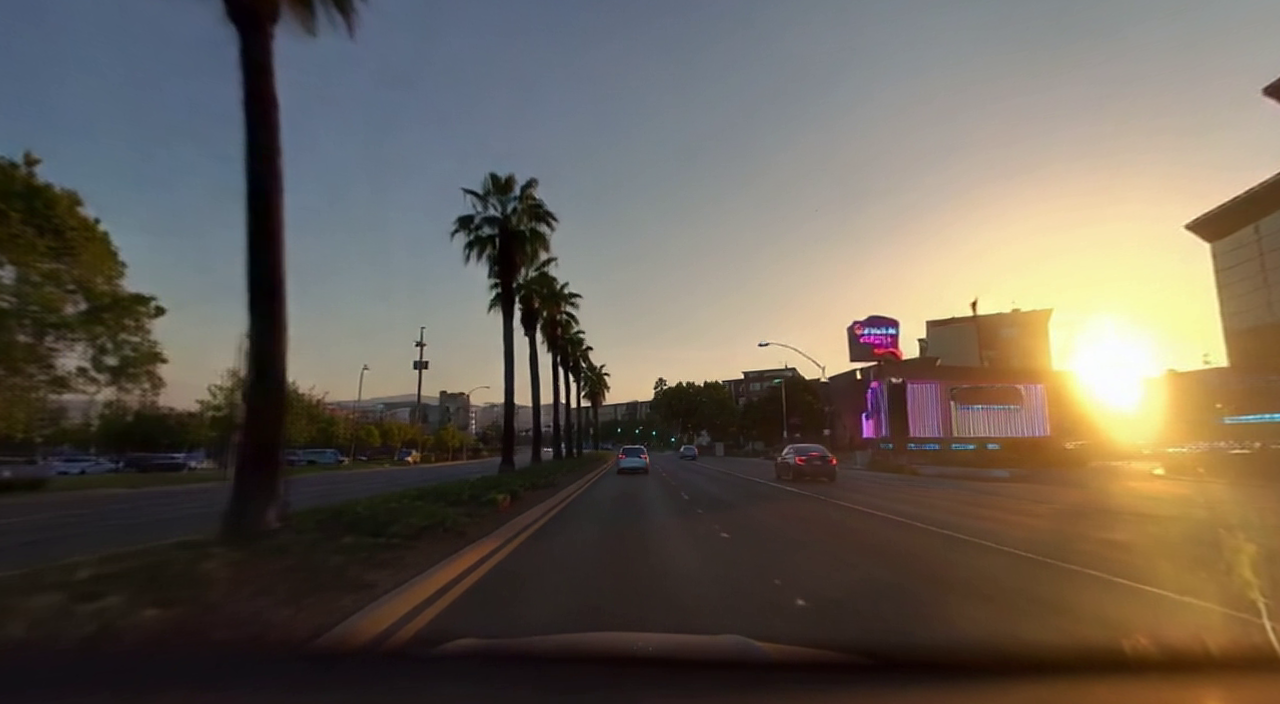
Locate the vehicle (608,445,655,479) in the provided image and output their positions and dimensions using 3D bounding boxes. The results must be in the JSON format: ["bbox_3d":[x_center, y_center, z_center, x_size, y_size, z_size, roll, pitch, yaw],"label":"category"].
[{"bbox_3d":[-0.354,4.849,28.118,1.970,1.402,3.756,0,-8,0],"label":"vehicle"}]

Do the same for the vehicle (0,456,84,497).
[{"bbox_3d":[-24.388,4.790,24.428,3.898,1.459,1.680,1,-8,-2],"label":"vehicle"}]

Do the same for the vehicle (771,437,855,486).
[{"bbox_3d":[6.391,4.082,23.759,1.949,1.647,3.894,0,-8,-2],"label":"vehicle"}]
